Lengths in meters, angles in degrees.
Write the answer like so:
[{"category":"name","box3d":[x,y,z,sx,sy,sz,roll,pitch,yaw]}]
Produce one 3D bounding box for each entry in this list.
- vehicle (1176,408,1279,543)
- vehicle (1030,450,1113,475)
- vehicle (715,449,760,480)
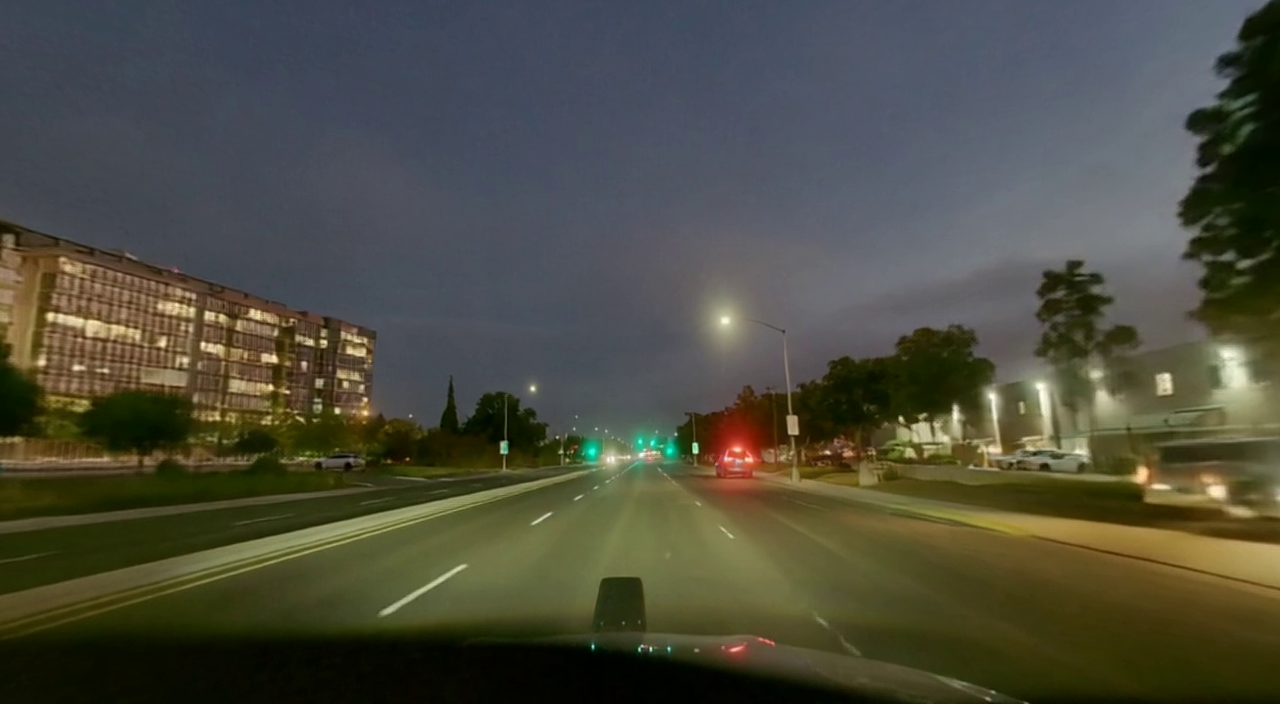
[{"category":"vehicle","box3d":[11.251,1.768,9.085,4.903,1.831,2.098,0,-9,2]},{"category":"vehicle","box3d":[32.291,8.316,47.093,4.608,1.638,2.017,-2,-10,0]},{"category":"vehicle","box3d":[7.137,8.236,46.481,2.365,2.138,5.499,0,-9,-1]}]
